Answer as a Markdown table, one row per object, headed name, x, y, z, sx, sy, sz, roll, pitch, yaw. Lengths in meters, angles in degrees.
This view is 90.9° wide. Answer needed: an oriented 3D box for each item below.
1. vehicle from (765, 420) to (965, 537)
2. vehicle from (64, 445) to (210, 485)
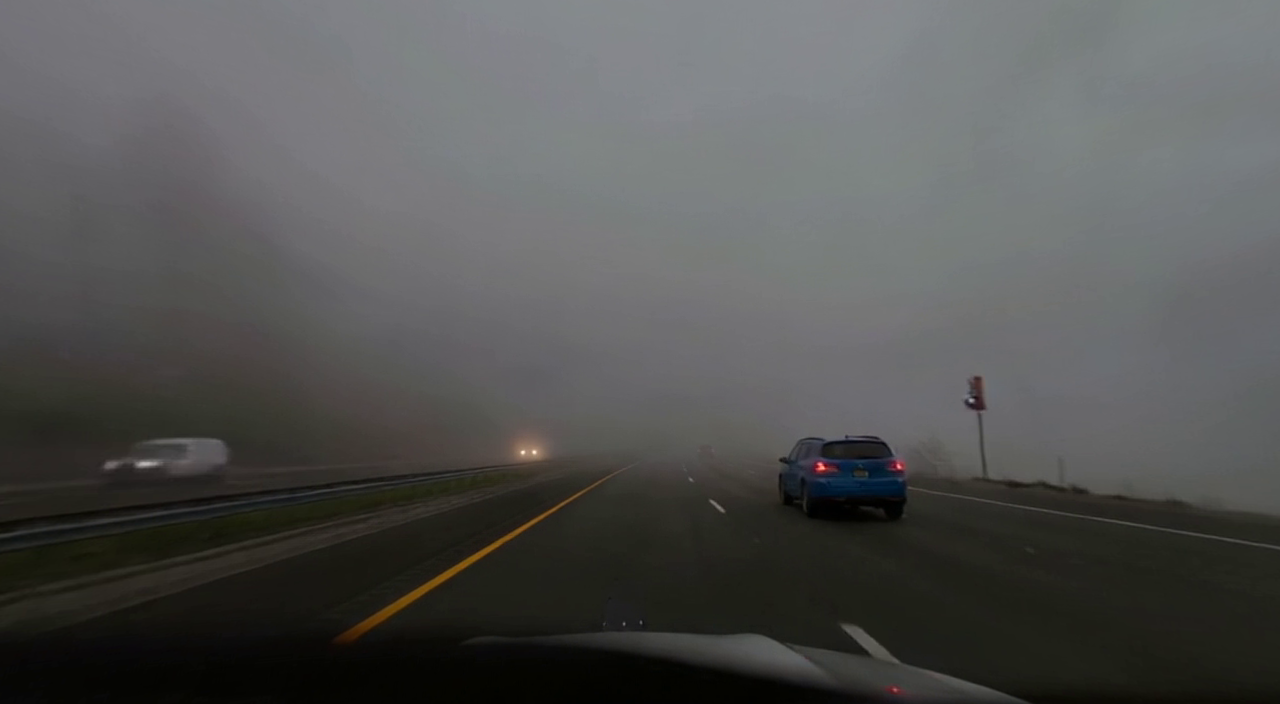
| name | x | y | z | sx | sy | sz | roll | pitch | yaw |
| --- | --- | --- | --- | --- | --- | --- | --- | --- | --- |
| vehicle | 3.826 | 2.231 | 11.724 | 2.143 | 1.730 | 4.303 | 0 | -9 | 0 |
| vehicle | -20.402 | 4.575 | 25.907 | 1.947 | 1.480 | 4.663 | -1 | -9 | 3 |
